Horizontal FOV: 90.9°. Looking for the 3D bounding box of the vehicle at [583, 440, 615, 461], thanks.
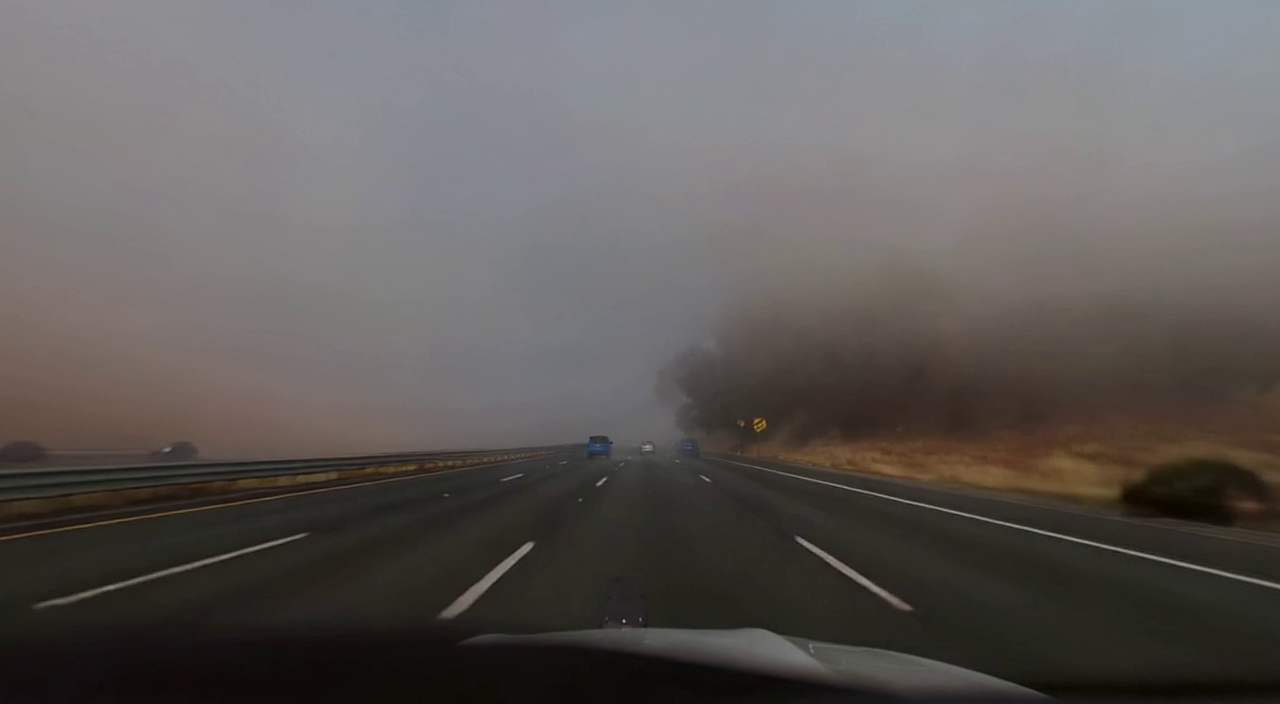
[{"bbox_3d":[-3.192,7.760,49.976,2.159,1.562,4.441,0,-8,1],"label":"vehicle"}]
